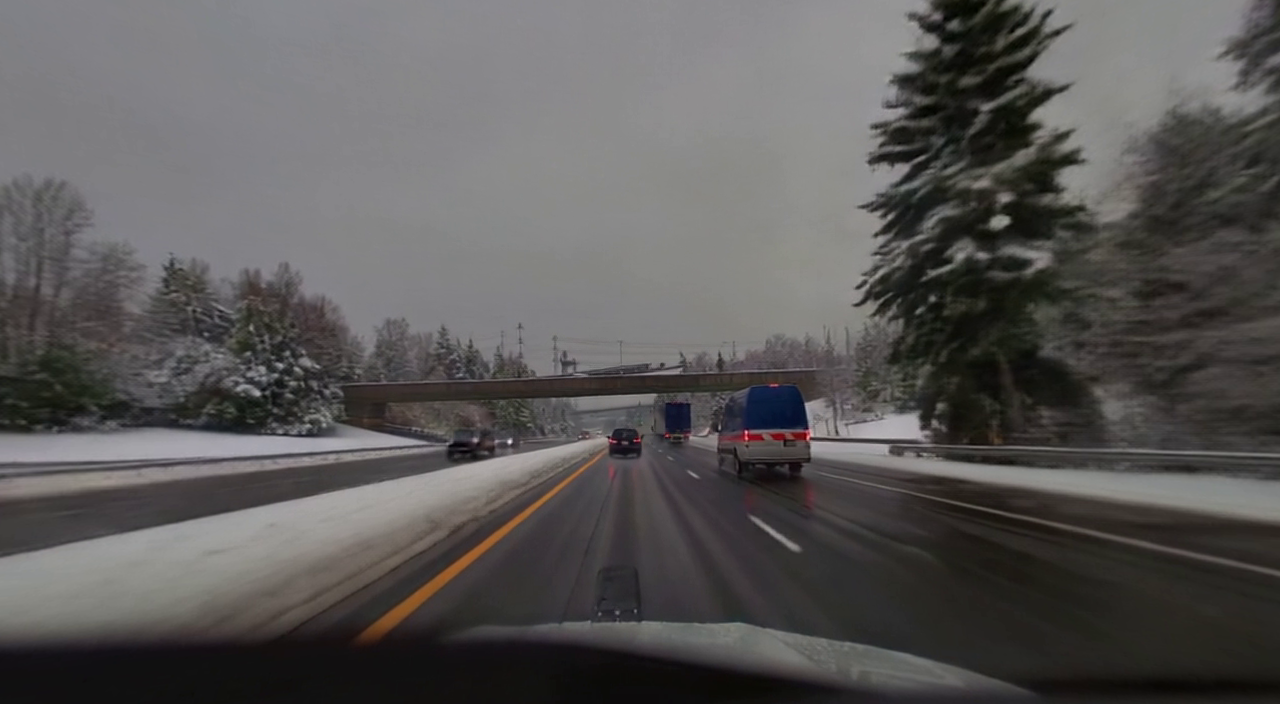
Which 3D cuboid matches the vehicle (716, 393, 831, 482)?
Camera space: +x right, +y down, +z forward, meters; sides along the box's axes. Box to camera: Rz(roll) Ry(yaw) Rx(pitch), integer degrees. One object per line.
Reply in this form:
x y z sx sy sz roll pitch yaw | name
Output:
4.127 2.786 20.651 2.387 2.506 5.374 0 -8 -2 | vehicle

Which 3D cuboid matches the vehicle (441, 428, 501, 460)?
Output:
-9.303 5.089 35.041 2.039 1.597 4.659 0 -8 0 | vehicle

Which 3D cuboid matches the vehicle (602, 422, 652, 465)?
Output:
-0.592 4.030 27.982 2.073 1.750 4.116 0 -8 -1 | vehicle
